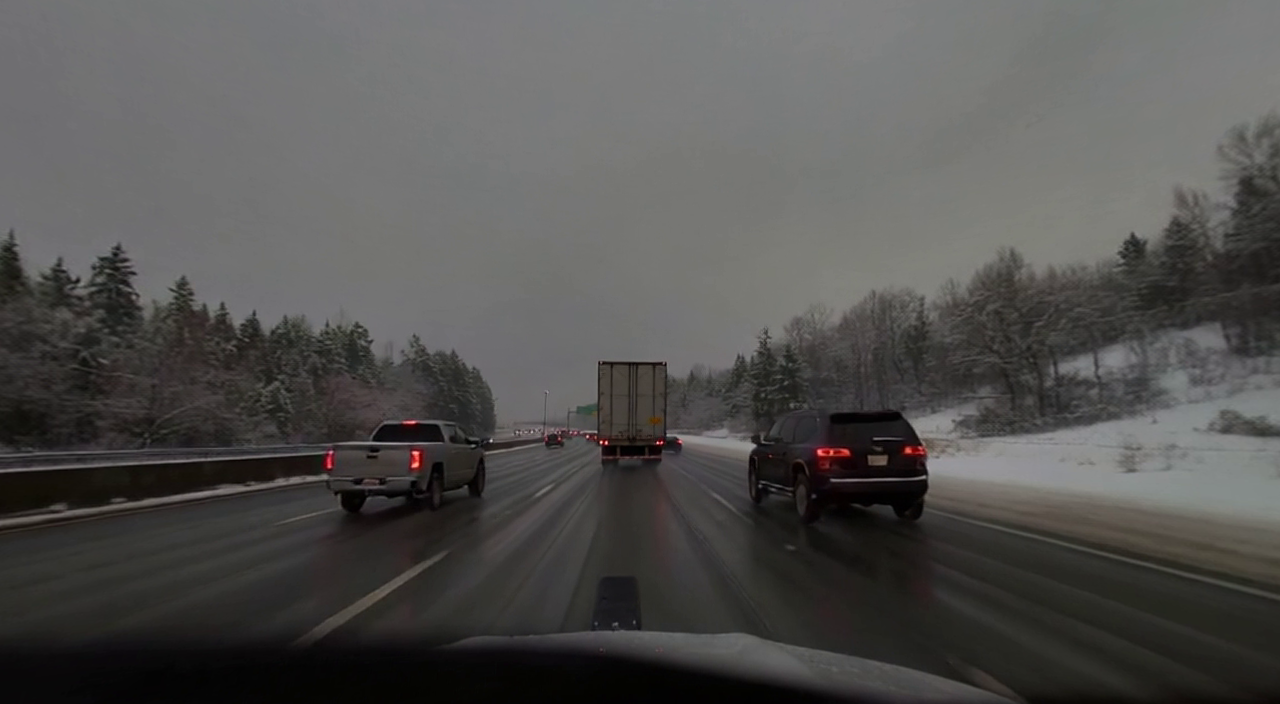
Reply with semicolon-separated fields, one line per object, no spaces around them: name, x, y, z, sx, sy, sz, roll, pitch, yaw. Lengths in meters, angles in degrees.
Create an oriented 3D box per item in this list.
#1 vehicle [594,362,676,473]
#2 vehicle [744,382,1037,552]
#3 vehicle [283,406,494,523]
vehicle;-0.525;3.008;27.484;2.904;3.915;10.473;0;-8;-4
vehicle;3.155;1.580;9.383;2.118;1.832;4.901;0;-8;-3
vehicle;-4.300;1.987;11.713;2.134;1.752;4.375;0;-8;0
